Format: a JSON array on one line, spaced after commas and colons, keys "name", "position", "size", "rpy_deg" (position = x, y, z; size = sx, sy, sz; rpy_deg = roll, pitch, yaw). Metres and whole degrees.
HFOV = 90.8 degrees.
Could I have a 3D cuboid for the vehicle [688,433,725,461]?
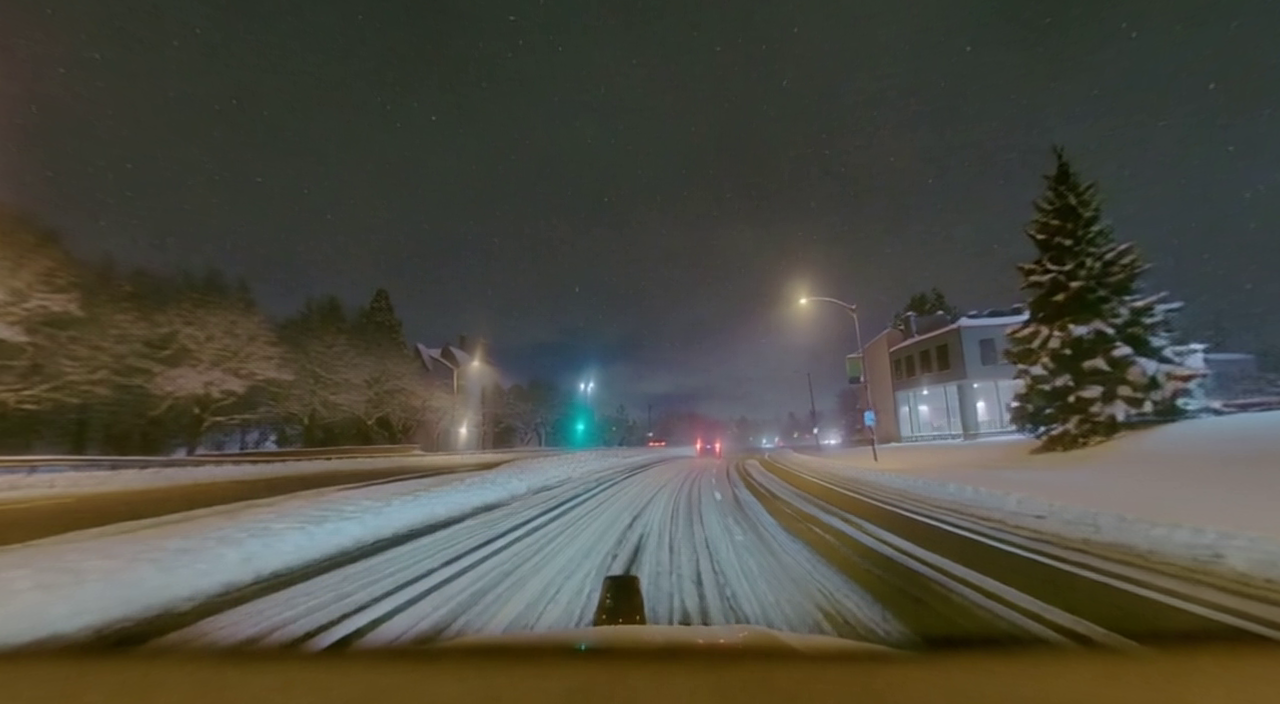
[{"name": "vehicle", "position": [4.961, 6.949, 46.475], "size": [2.356, 1.931, 4.840], "rpy_deg": [-2, -8, 10]}]
